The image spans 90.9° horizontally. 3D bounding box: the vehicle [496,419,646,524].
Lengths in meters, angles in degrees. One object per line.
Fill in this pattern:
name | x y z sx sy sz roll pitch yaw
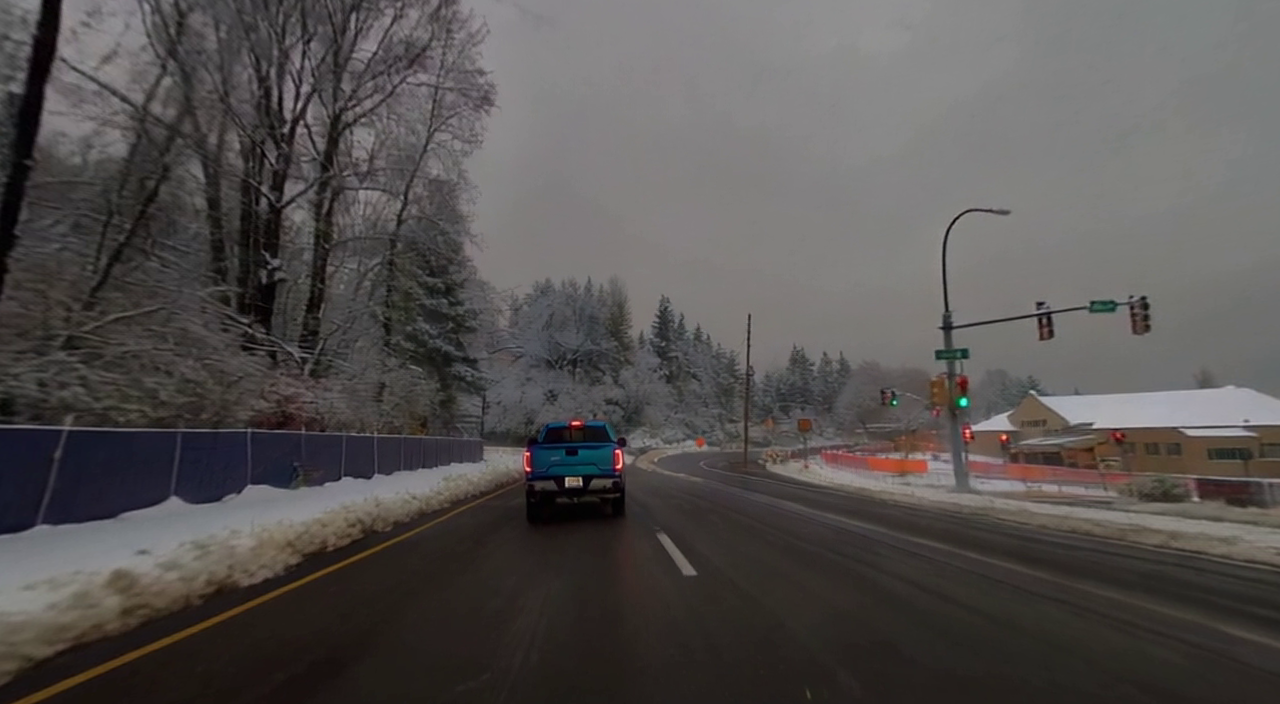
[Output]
vehicle | -1.165 2.347 13.067 2.436 1.698 5.322 0 -8 -1
